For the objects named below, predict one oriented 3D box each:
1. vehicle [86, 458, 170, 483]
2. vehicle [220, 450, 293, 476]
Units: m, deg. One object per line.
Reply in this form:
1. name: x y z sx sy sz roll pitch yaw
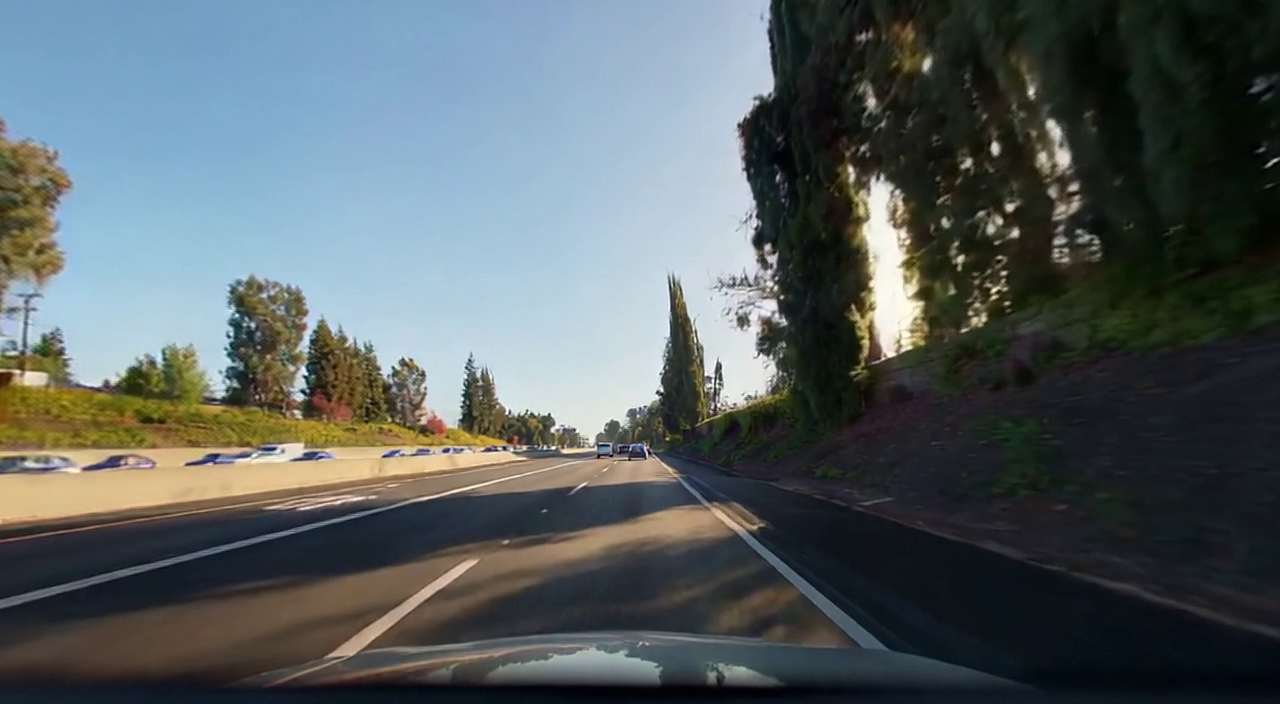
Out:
1. vehicle: -33.392 7.716 41.239 1.825 1.496 4.423 0 -9 0
2. vehicle: -26.168 7.581 43.217 2.023 1.625 4.651 0 -9 1
